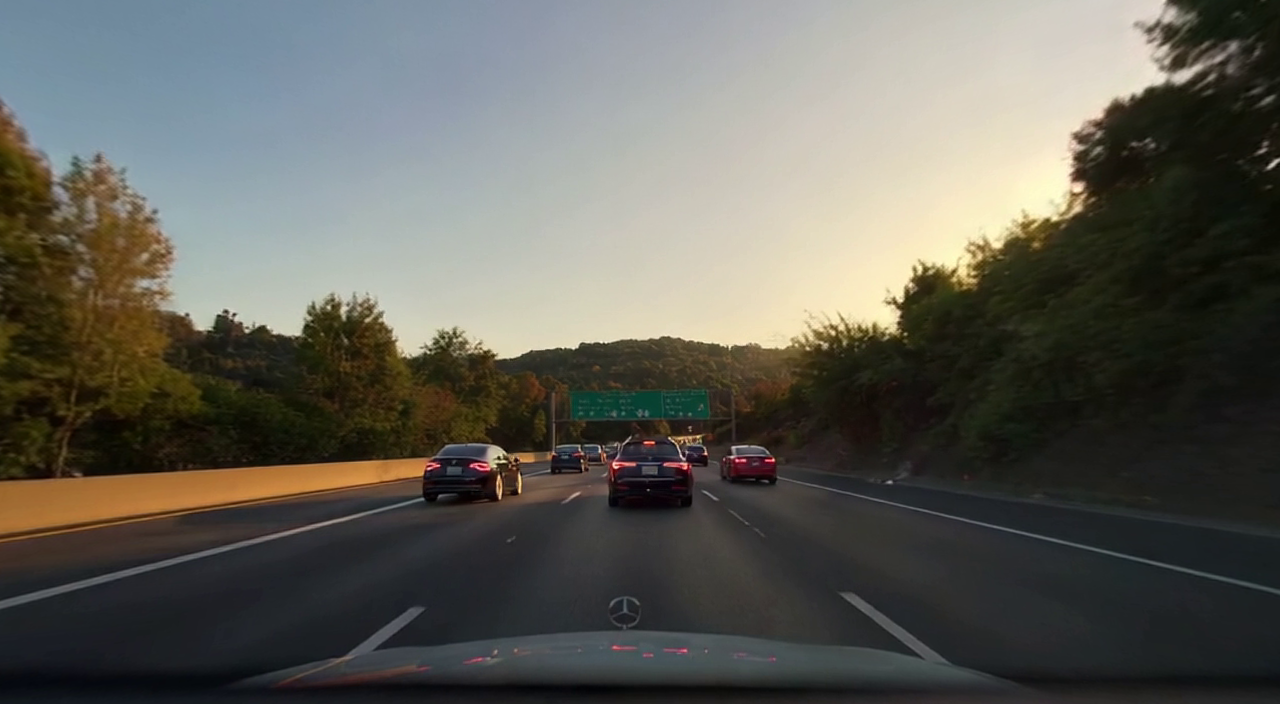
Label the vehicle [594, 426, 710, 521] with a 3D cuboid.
[{"bbox_3d":[0.211,2.506,13.365,2.093,1.695,3.782,0,-9,0],"label":"vehicle"}]

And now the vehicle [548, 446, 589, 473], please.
[{"bbox_3d":[-4.094,6.228,36.779,1.910,1.468,3.781,0,-9,1],"label":"vehicle"}]

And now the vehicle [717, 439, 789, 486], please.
[{"bbox_3d":[4.097,4.056,23.409,1.905,1.590,3.746,0,-9,-1],"label":"vehicle"}]

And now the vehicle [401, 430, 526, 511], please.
[{"bbox_3d":[-4.115,2.824,15.416,1.890,1.708,3.844,0,-9,0],"label":"vehicle"}]
